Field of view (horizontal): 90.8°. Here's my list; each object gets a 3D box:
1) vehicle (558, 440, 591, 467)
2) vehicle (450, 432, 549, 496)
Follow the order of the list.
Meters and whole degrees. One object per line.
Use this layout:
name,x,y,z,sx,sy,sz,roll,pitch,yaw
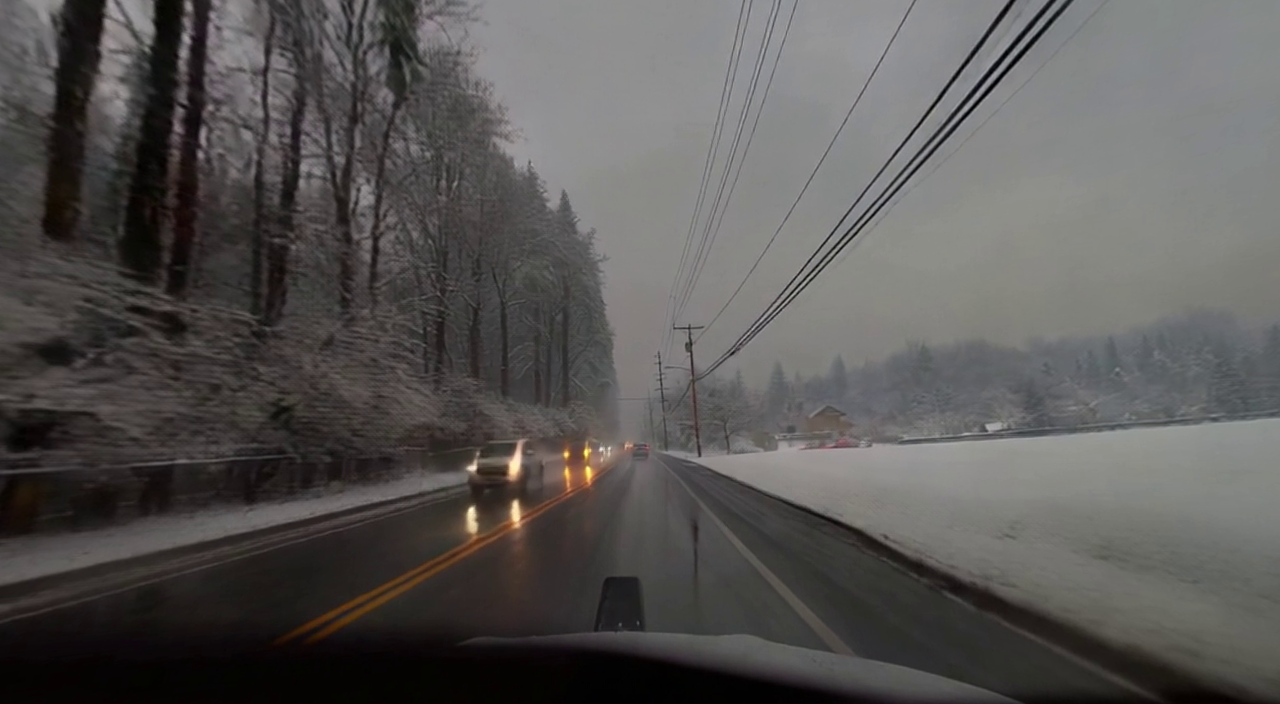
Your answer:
vehicle,-4.619,7.237,45.162,1.968,1.813,4.409,0,-8,-1
vehicle,-4.480,3.648,21.030,2.225,1.872,4.588,0,-8,0
